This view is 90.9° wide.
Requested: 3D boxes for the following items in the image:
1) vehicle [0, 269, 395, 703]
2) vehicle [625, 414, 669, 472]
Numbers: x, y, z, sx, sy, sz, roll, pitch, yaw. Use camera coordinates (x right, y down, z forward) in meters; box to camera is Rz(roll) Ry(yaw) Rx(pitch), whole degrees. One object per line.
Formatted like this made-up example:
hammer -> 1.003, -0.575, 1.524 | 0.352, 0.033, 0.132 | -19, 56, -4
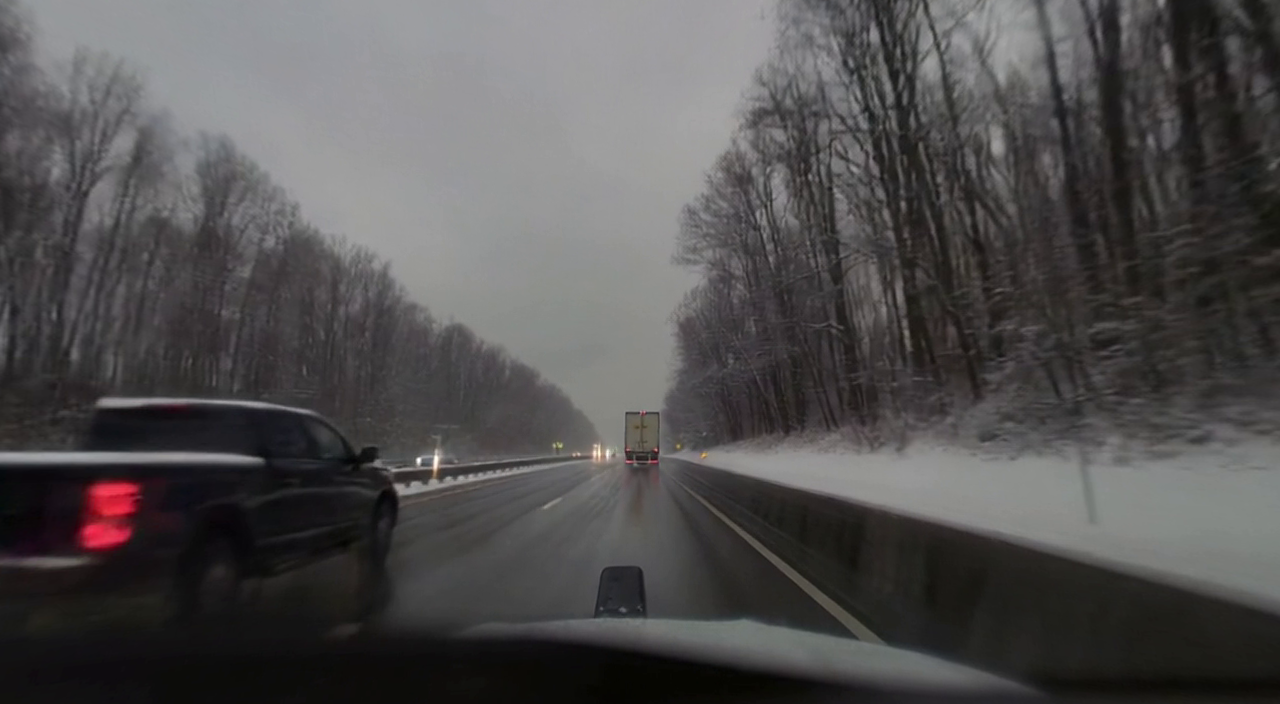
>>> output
vehicle -> -4.000, 0.955, 4.377 | 2.283, 2.156, 5.546 | 0, -9, 1
vehicle -> 0.535, 7.026, 48.399 | 3.024, 3.965, 10.399 | 0, -9, 1
